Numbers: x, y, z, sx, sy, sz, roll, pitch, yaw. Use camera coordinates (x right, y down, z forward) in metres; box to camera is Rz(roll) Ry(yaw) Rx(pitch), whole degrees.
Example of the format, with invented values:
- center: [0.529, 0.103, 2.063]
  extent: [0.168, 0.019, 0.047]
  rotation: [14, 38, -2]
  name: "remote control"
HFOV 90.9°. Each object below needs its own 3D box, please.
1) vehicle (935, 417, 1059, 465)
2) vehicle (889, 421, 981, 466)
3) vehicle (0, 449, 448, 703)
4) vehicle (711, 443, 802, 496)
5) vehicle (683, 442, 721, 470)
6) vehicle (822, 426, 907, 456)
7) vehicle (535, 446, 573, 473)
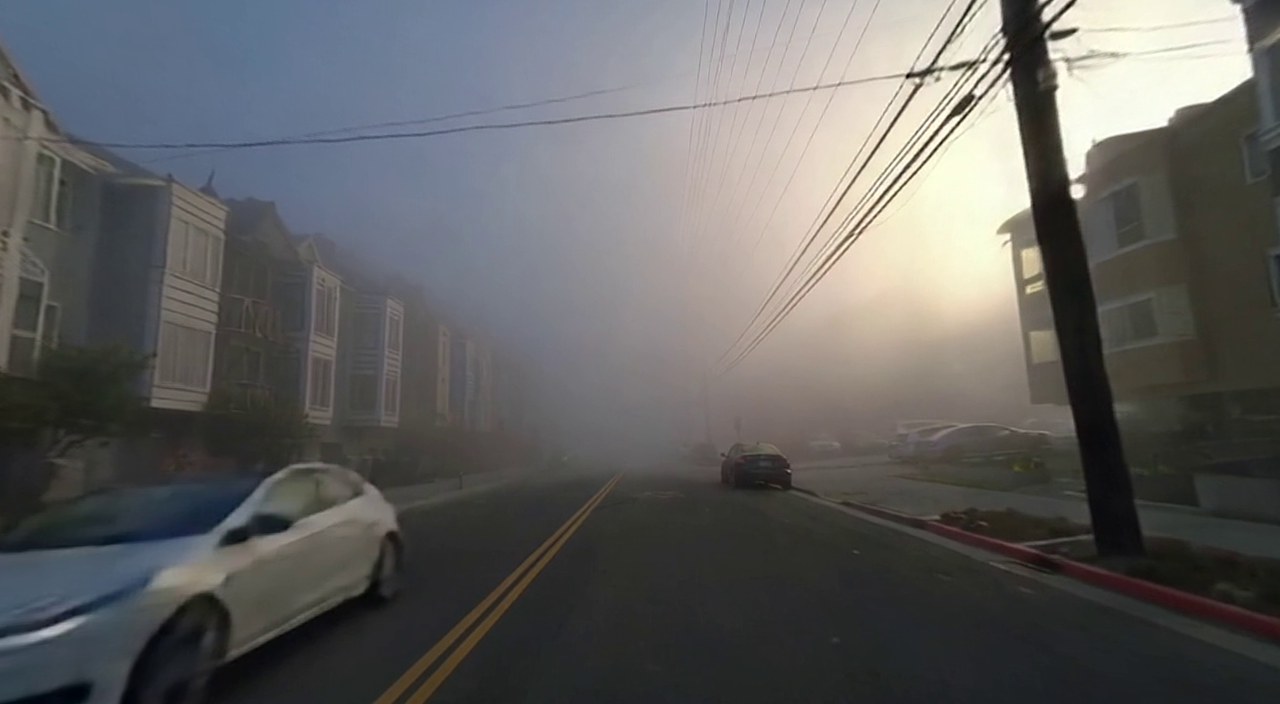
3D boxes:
- center: [12.852, 3.276, 23.083]
  extent: [1.997, 1.546, 4.370]
  rotation: [-1, -9, 1]
  name: "vehicle"
- center: [10.600, 3.313, 22.947]
  extent: [1.801, 1.491, 3.488]
  rotation: [-1, -8, 4]
  name: "vehicle"
- center: [-3.100, 1.475, 4.545]
  extent: [2.052, 1.483, 4.276]
  rotation: [-1, -8, 1]
  name: "vehicle"
- center: [3.530, 3.623, 20.010]
  extent: [1.928, 1.440, 4.738]
  rotation: [0, -8, 0]
  name: "vehicle"
- center: [3.794, 6.395, 38.997]
  extent: [1.914, 1.591, 3.892]
  rotation: [0, -8, 0]
  name: "vehicle"
- center: [13.263, 5.310, 37.606]
  extent: [1.897, 1.659, 4.648]
  rotation: [4, -9, -28]
  name: "vehicle"
- center: [-5.849, 7.358, 43.403]
  extent: [1.913, 1.672, 4.267]
  rotation: [-1, -8, 1]
  name: "vehicle"
